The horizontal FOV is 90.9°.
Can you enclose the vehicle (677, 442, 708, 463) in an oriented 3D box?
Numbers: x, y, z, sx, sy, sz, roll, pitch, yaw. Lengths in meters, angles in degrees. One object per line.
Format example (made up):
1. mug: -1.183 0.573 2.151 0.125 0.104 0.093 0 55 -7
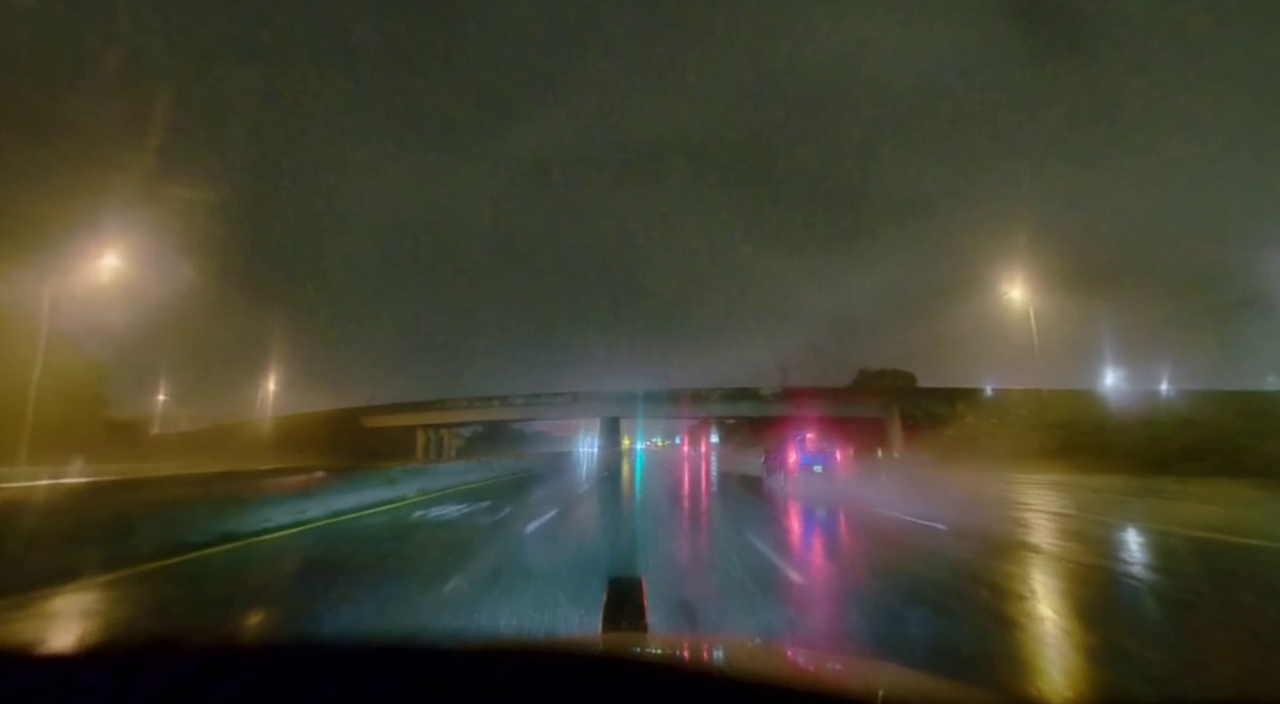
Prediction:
1. vehicle: 3.991 7.686 48.605 1.949 1.515 4.374 0 -8 -1
